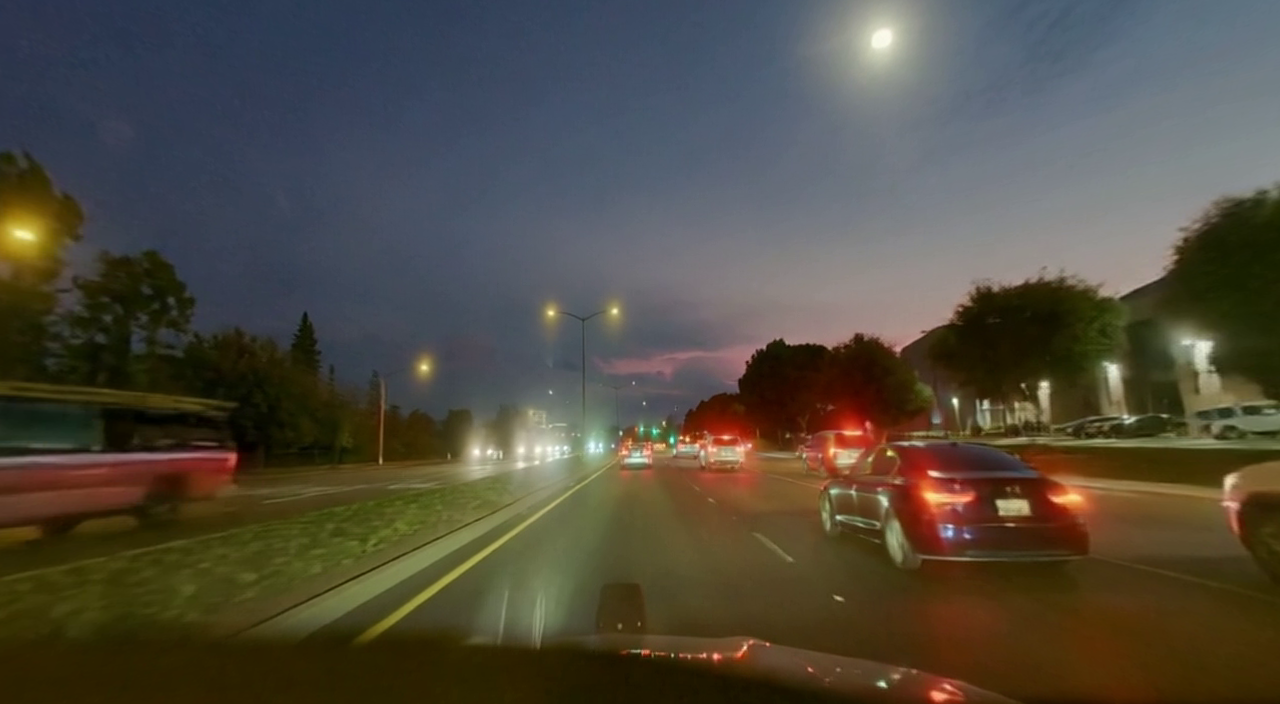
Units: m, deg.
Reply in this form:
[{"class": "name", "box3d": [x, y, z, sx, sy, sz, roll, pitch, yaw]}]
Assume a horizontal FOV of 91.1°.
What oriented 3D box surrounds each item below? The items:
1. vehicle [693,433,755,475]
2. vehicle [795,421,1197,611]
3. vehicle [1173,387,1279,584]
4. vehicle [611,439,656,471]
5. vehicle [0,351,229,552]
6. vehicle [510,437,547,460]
[{"class": "vehicle", "box3d": [3.677, 4.576, 28.349, 2.130, 1.718, 4.310, 0, -9, -1]}, {"class": "vehicle", "box3d": [3.415, 1.664, 7.376, 2.010, 1.490, 4.639, 0, -9, 0]}, {"class": "vehicle", "box3d": [7.135, 1.042, 4.487, 2.188, 1.840, 5.050, 0, -9, 0]}, {"class": "vehicle", "box3d": [-0.315, 5.237, 31.991, 2.111, 1.506, 4.018, 0, -9, 0]}, {"class": "vehicle", "box3d": [-8.310, 1.245, 7.873, 2.396, 2.216, 5.698, 0, -9, 0]}, {"class": "vehicle", "box3d": [-8.077, 7.033, 45.755, 1.939, 1.574, 3.820, 0, -9, 1]}]
